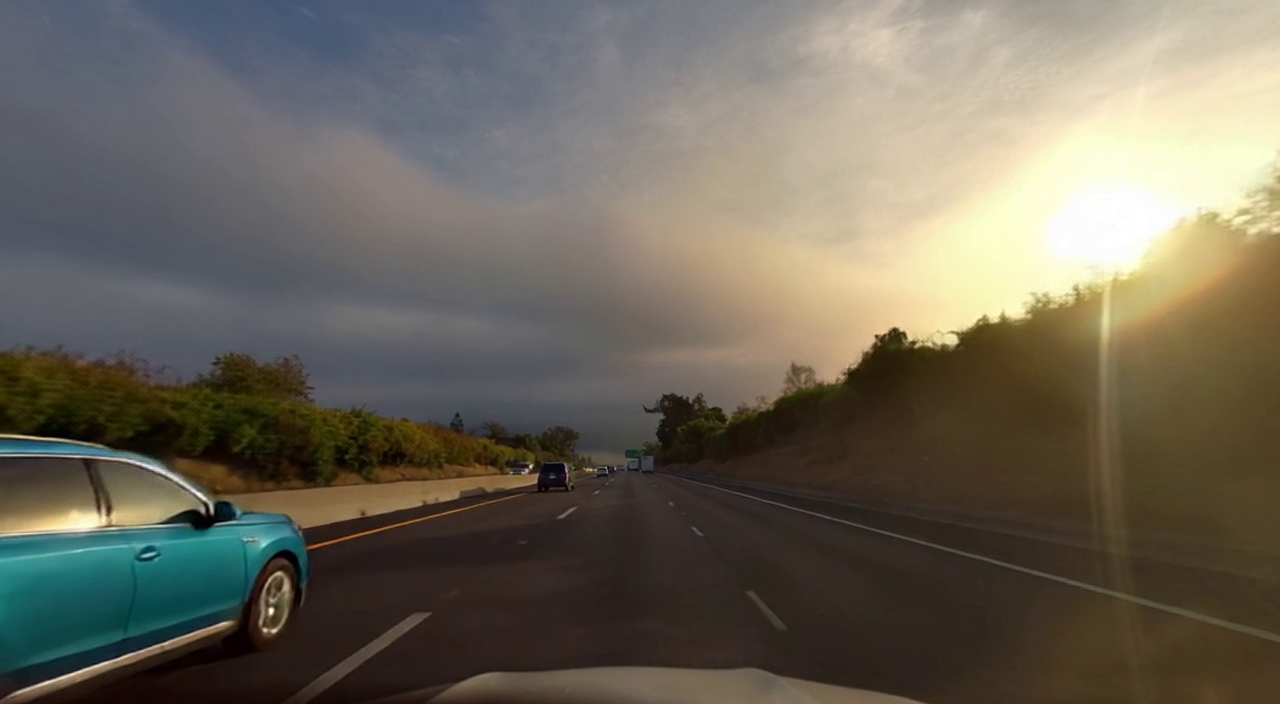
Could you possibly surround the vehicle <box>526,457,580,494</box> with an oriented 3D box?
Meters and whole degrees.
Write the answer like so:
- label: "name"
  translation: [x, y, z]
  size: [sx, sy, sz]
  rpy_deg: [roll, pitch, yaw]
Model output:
- label: "vehicle"
  translation: [-4.503, 6.490, 33.291]
  size: [2.178, 1.736, 4.847]
  rpy_deg: [1, -10, 0]
